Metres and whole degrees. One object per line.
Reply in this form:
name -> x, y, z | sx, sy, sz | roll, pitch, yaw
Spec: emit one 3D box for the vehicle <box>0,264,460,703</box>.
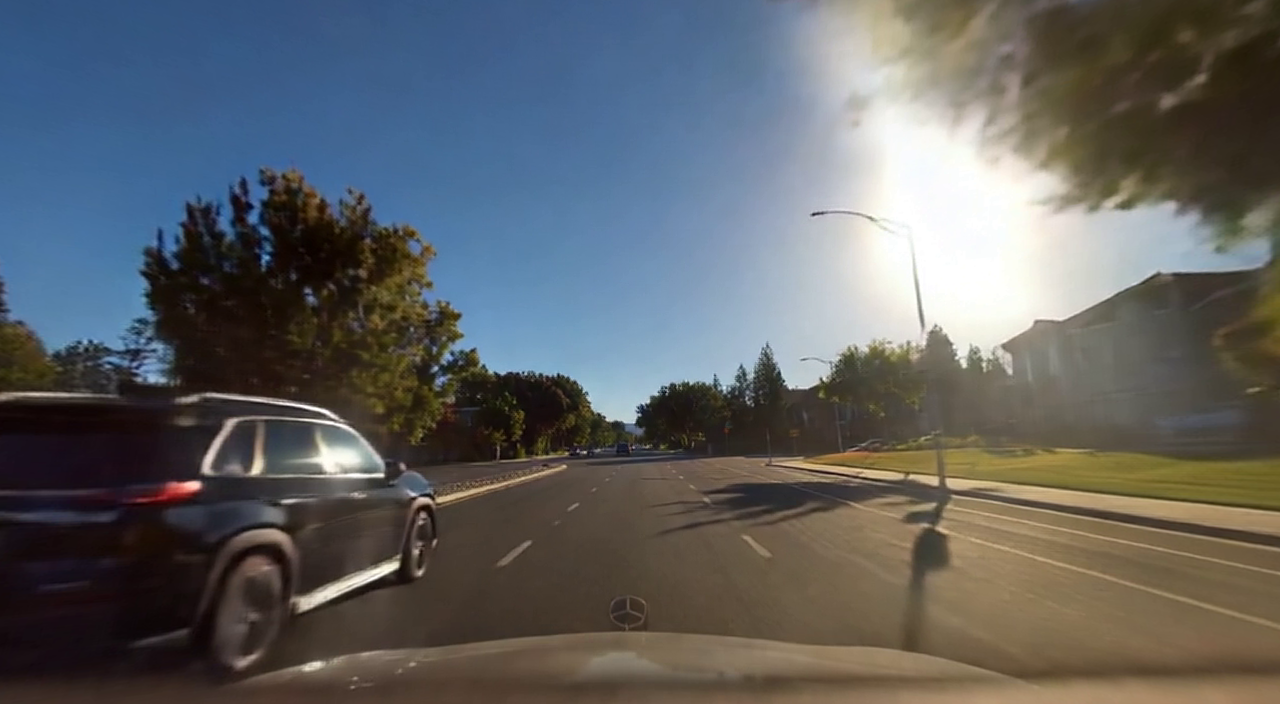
vehicle -> -3.038, 0.997, 4.222 | 2.179, 1.851, 4.756 | 0, -9, 1
